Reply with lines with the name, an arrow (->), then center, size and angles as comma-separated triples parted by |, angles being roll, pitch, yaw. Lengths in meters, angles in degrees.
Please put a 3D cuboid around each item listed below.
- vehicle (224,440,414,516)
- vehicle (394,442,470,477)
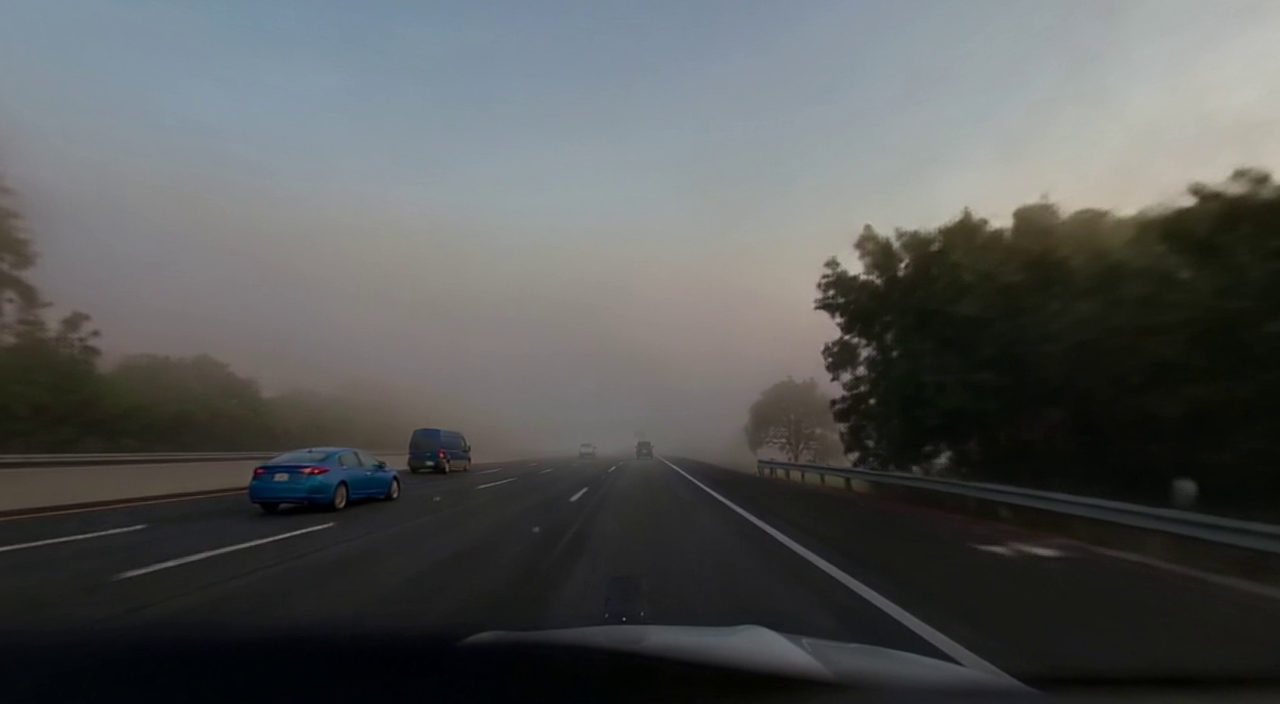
vehicle -> -7.236, 2.862, 14.938 | 1.981, 1.486, 4.735 | 0, -8, 1
vehicle -> -10.969, 5.681, 33.692 | 2.249, 1.735, 5.018 | 0, -8, 1
